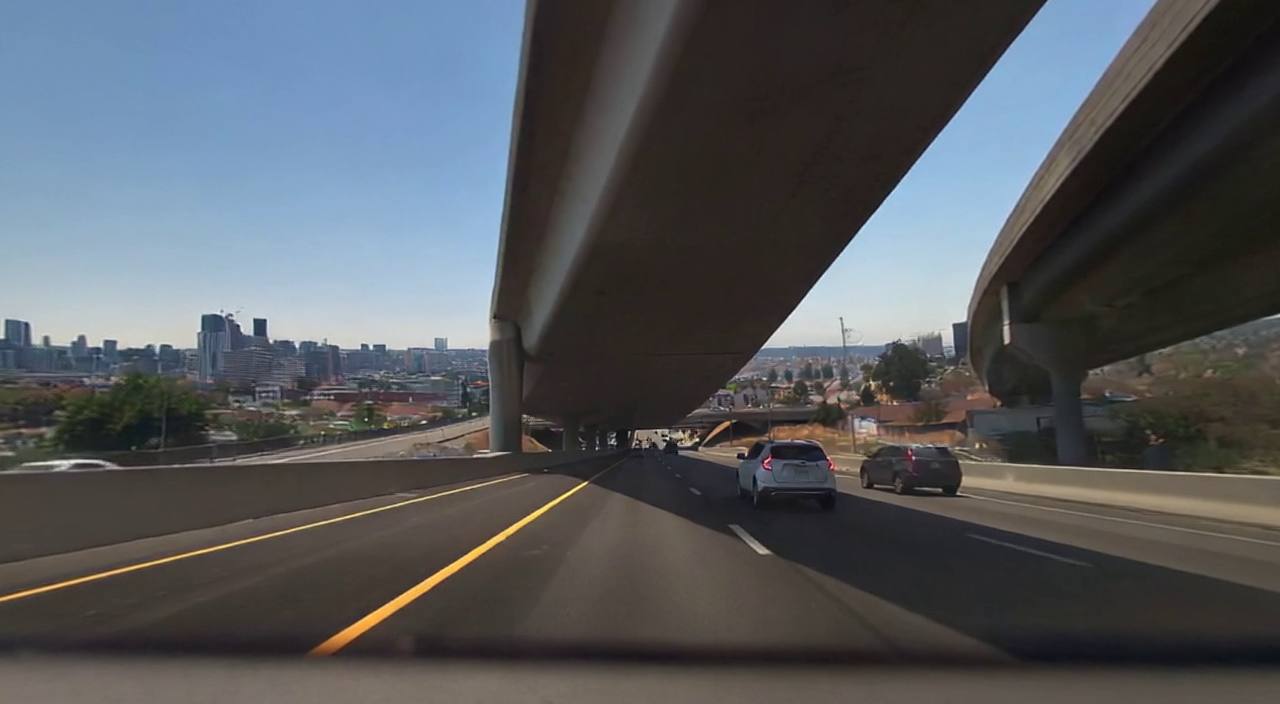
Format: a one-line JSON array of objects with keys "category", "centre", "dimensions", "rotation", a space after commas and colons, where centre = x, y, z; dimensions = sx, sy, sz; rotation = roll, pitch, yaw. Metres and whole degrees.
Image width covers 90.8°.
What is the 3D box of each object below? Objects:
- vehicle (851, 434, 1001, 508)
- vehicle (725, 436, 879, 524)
[{"category": "vehicle", "centre": [6.925, 2.903, 15.810], "dimensions": [1.856, 1.592, 3.920], "rotation": [0, -8, -1]}, {"category": "vehicle", "centre": [3.172, 2.600, 13.503], "dimensions": [1.982, 1.533, 4.612], "rotation": [0, -8, -1]}]
